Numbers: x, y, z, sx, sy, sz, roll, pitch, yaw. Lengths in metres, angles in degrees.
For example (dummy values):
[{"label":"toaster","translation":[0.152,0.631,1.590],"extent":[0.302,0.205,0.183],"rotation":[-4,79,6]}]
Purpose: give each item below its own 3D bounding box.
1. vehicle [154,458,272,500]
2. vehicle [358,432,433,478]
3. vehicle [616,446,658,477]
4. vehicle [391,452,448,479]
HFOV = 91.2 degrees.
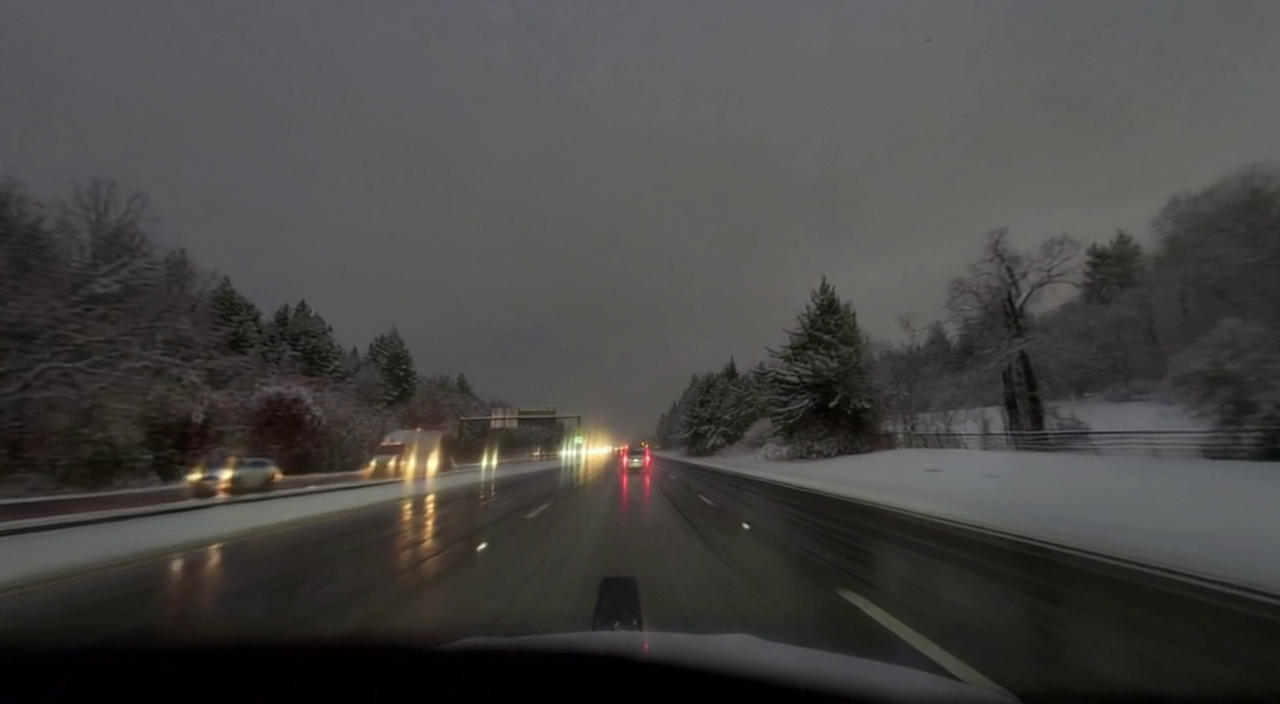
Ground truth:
[{"label":"vehicle","translation":[-16.863,5.009,25.041],"extent":[1.800,1.480,4.096],"rotation":[0,-9,0]},{"label":"vehicle","translation":[-17.353,7.331,44.965],"extent":[2.645,3.018,6.446],"rotation":[-1,-9,1]},{"label":"vehicle","translation":[-0.193,5.838,33.628],"extent":[2.095,1.537,4.017],"rotation":[0,-9,-1]},{"label":"vehicle","translation":[-12.851,6.622,36.786],"extent":[1.903,1.495,3.908],"rotation":[0,-9,0]}]
